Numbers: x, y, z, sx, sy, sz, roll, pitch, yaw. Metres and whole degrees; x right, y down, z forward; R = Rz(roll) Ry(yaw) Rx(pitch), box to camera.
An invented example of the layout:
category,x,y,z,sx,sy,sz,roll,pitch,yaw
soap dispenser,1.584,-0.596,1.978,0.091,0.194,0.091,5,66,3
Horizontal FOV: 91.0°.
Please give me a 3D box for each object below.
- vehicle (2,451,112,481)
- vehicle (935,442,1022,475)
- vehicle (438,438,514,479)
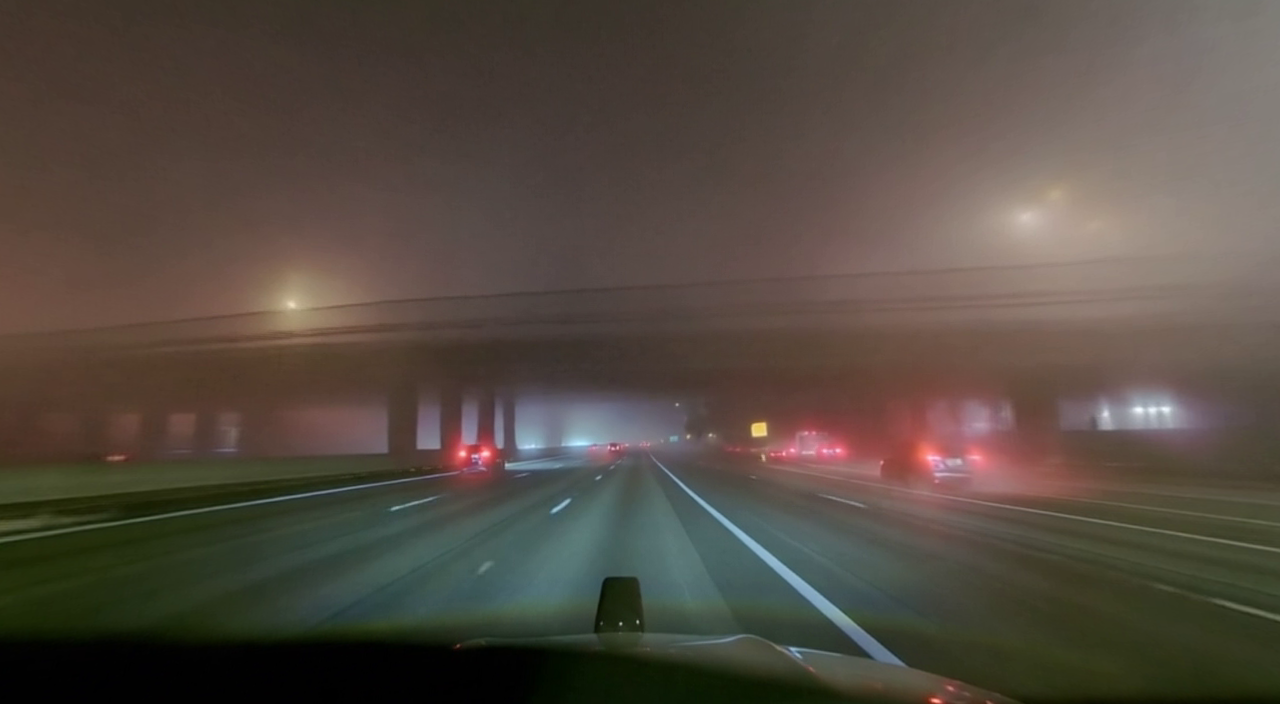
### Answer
category,x,y,z,sx,sy,sz,roll,pitch,yaw
vehicle,-32.117,6.272,34.867,1.805,1.490,4.440,0,-9,0
vehicle,17.508,5.491,32.849,1.884,1.567,4.692,0,-8,-1
vehicle,-6.705,4.400,26.258,1.985,1.513,4.172,0,-9,0
